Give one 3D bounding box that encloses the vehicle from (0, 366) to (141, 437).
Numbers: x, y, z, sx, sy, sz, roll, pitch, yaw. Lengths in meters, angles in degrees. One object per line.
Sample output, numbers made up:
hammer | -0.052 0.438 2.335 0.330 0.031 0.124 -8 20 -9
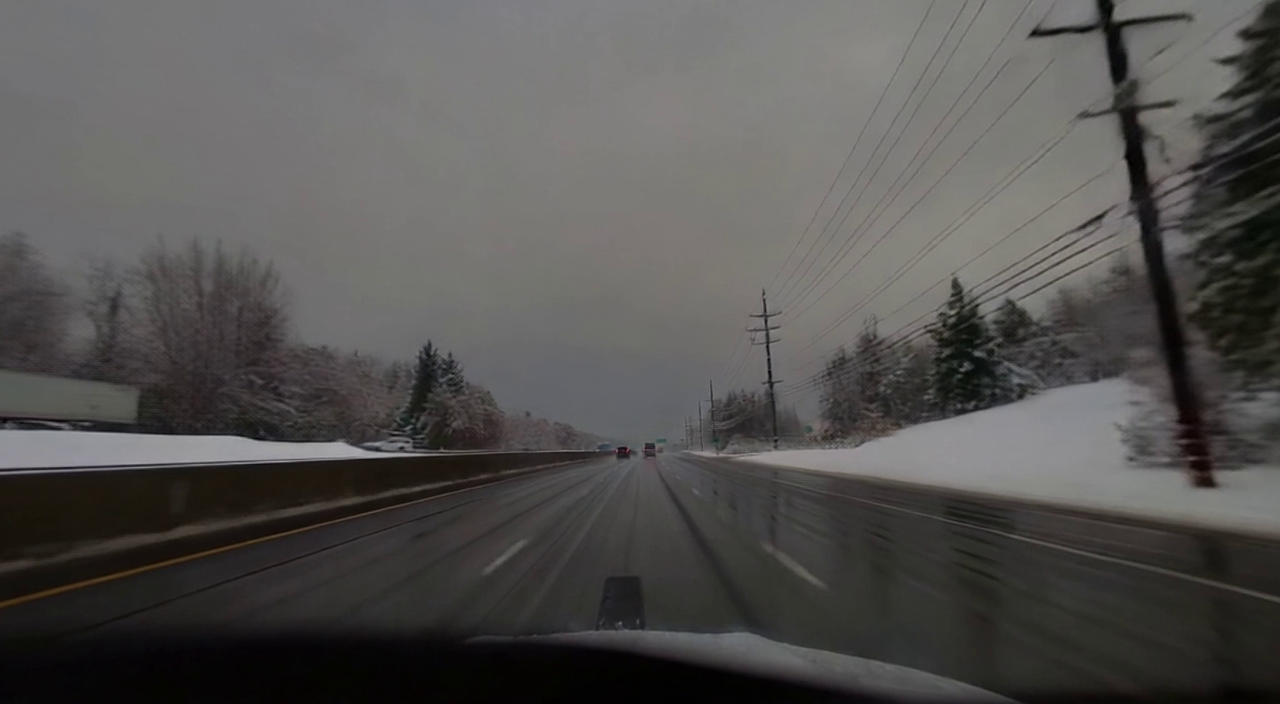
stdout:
vehicle | -38.615 3.211 39.506 2.782 3.917 14.022 0 -9 2
